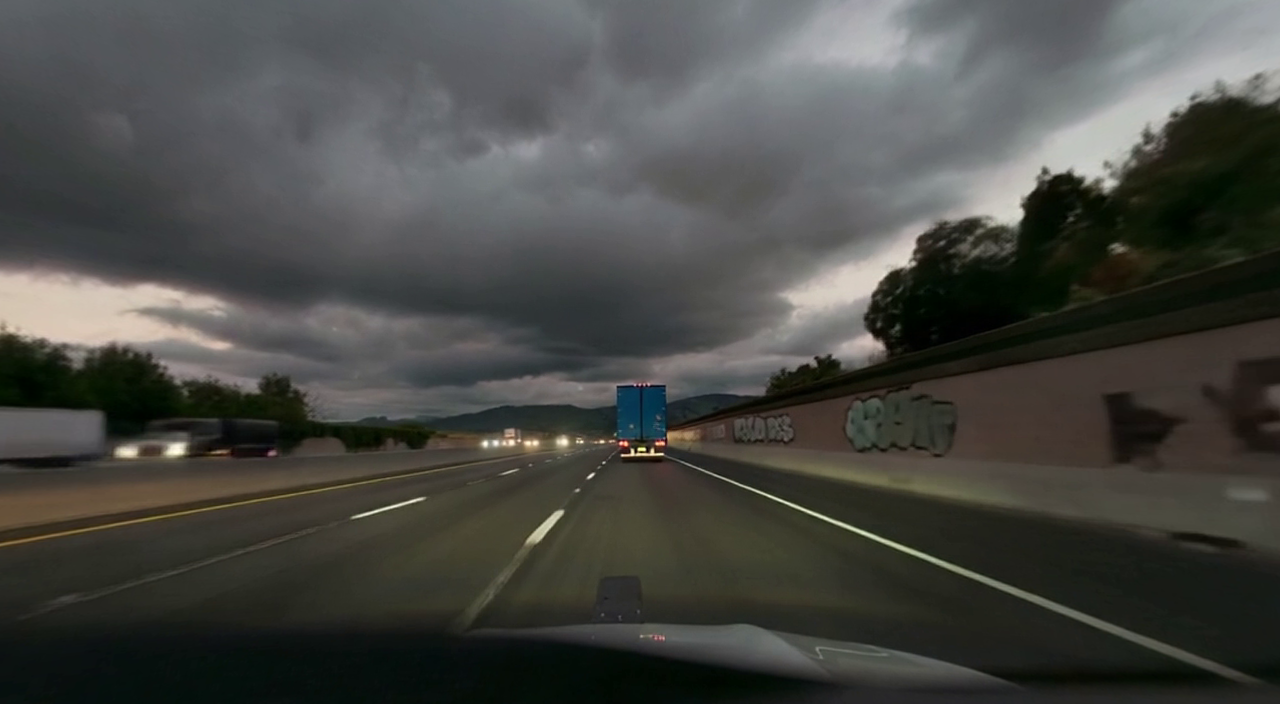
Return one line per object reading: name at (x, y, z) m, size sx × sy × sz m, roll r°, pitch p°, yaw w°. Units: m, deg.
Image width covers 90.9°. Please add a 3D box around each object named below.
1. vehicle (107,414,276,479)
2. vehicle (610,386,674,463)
vehicle at (-18.700, 3.988, 26.961) m, size 2.295 × 2.413 × 6.880 m, roll 0°, pitch -8°, yaw -2°
vehicle at (-0.143, 4.300, 36.529) m, size 2.921 × 3.765 × 10.773 m, roll 1°, pitch -8°, yaw -4°
